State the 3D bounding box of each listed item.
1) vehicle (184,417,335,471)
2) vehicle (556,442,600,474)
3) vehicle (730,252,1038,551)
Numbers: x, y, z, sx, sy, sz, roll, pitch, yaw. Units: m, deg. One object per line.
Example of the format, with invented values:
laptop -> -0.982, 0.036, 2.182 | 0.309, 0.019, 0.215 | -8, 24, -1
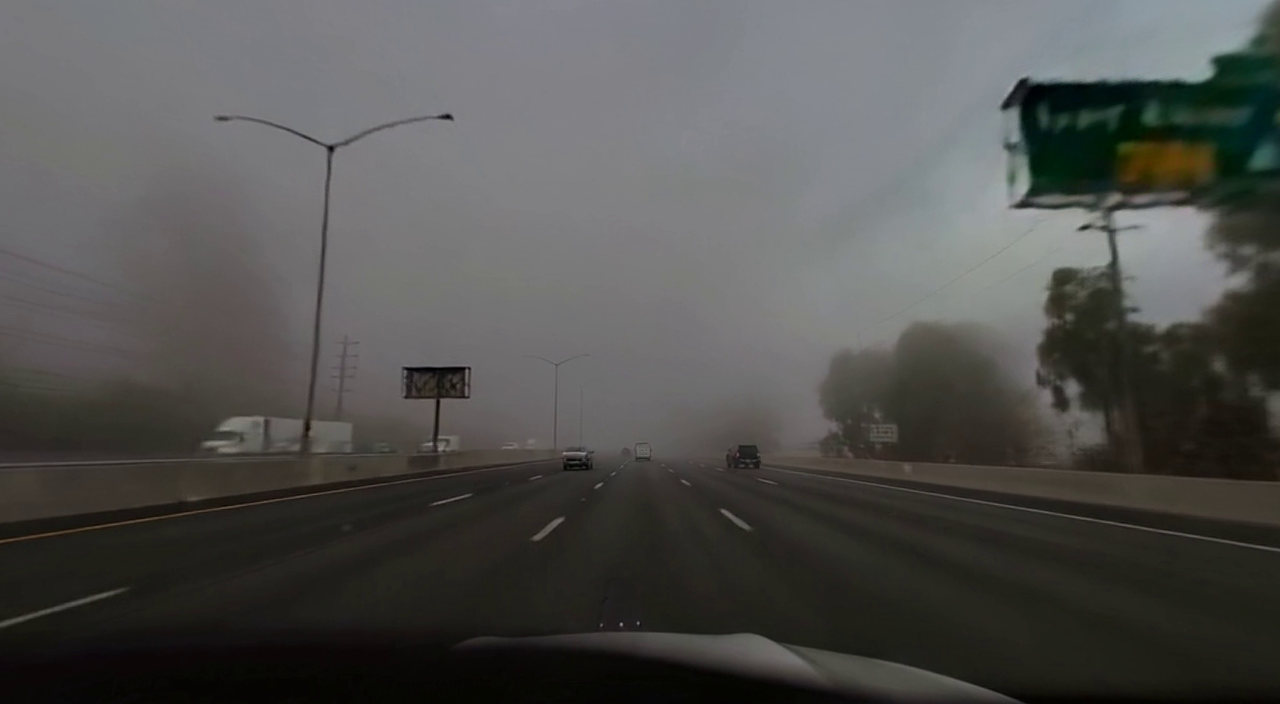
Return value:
vehicle -> -24.467, 6.081, 41.570 | 3.003, 3.073, 10.773 | 0, -9, 1
vehicle -> -3.409, 5.881, 35.184 | 2.000, 1.658, 4.155 | 0, -9, 1
vehicle -> 3.736, 1.139, 12.105 | 3.042, 4.037, 7.253 | 0, -9, 1
